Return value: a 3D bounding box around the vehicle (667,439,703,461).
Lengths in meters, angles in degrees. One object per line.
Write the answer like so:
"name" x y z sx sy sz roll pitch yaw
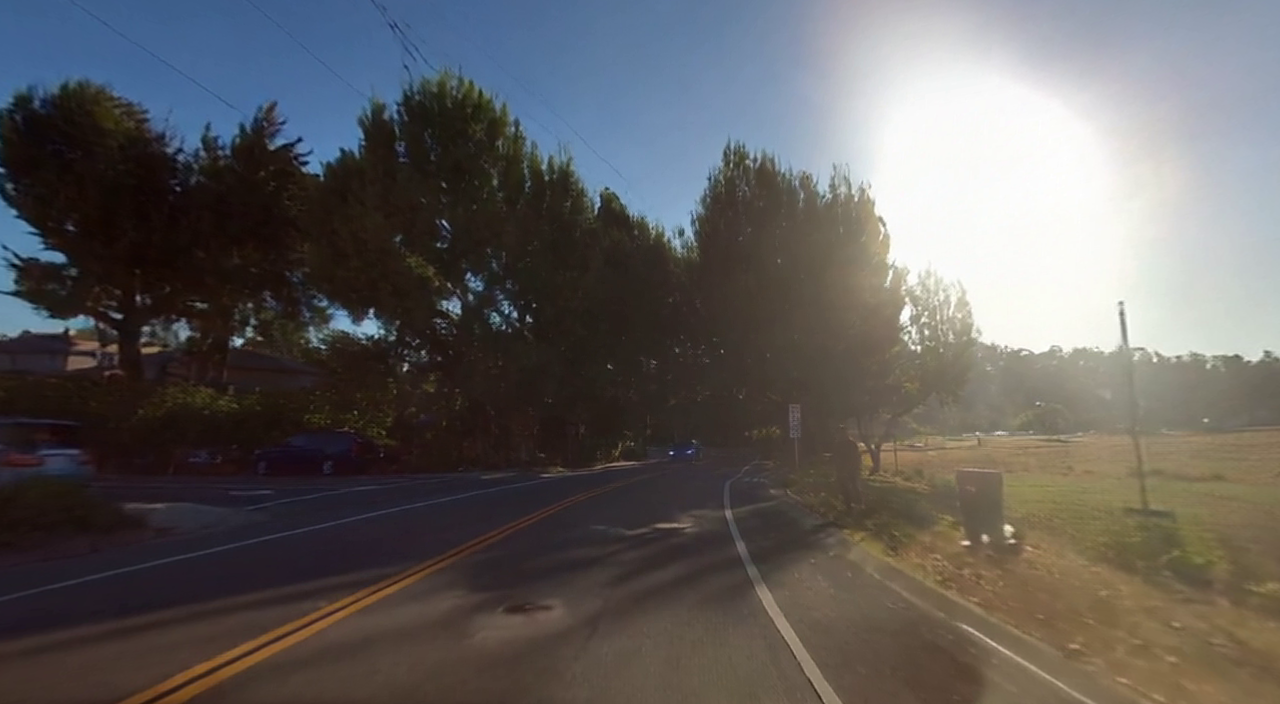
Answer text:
"vehicle" 3.361 7.228 46.701 2.190 1.499 4.209 -2 -8 10
